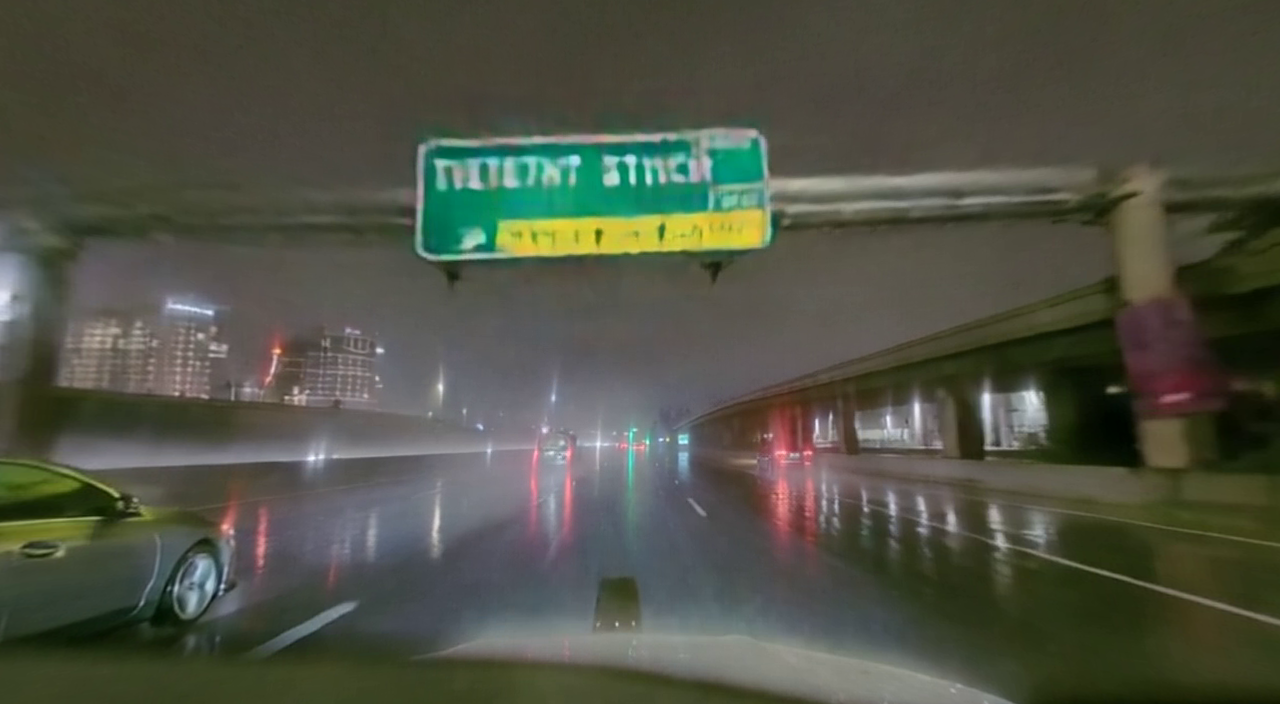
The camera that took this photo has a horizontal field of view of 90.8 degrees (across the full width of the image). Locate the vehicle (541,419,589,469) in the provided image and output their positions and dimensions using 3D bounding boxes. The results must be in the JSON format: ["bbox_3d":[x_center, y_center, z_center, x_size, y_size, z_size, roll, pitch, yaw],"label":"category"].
[{"bbox_3d":[-4.744,5.954,40.843,2.364,2.953,6.732,0,-8,-1],"label":"vehicle"}]

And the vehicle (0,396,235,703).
[{"bbox_3d":[-4.069,0.913,2.410,2.025,1.556,4.594,0,-8,-1],"label":"vehicle"}]
